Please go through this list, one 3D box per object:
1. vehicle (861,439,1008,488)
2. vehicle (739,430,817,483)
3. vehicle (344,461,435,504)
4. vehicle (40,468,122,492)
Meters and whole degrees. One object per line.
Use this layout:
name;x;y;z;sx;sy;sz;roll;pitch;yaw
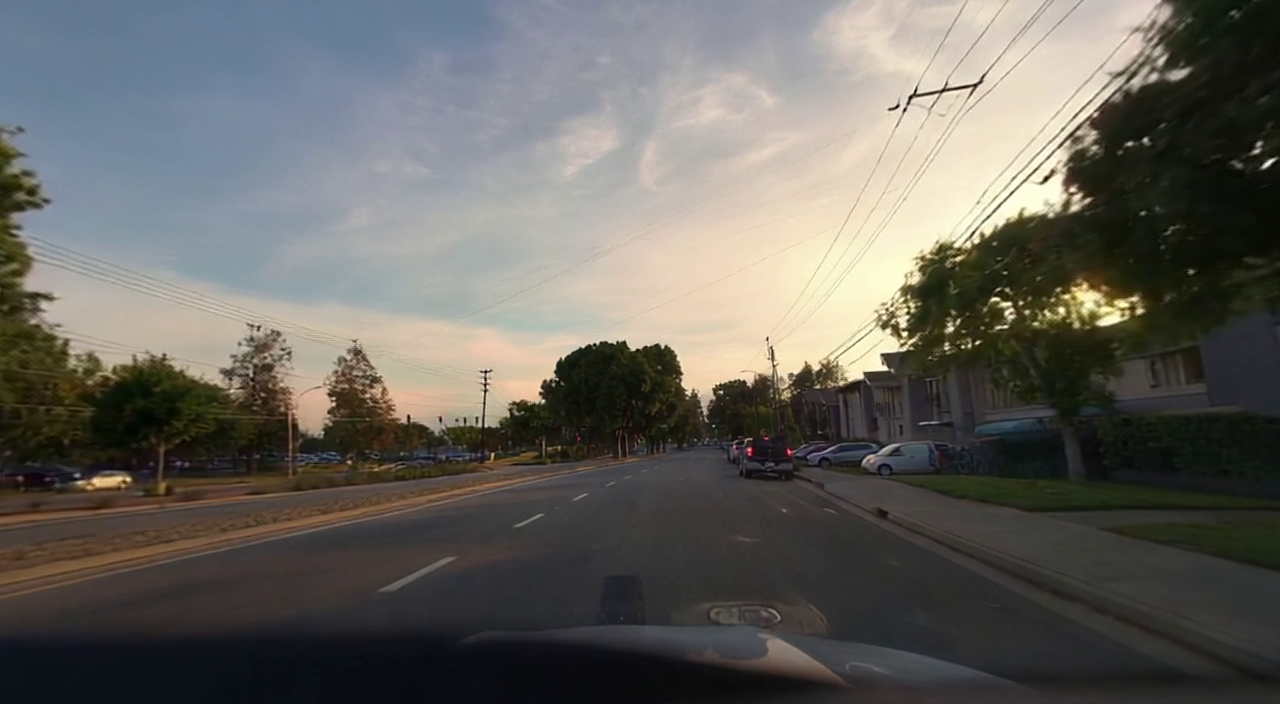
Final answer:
vehicle;11.245;4.242;24.479;2.038;1.680;4.660;6;-10;-36
vehicle;5.294;4.071;24.902;2.359;1.817;4.985;0;-8;5
vehicle;-9.673;5.034;24.761;1.688;1.424;3.786;-1;-8;6
vehicle;-43.730;9.992;49.579;1.946;1.637;4.683;0;-8;3
